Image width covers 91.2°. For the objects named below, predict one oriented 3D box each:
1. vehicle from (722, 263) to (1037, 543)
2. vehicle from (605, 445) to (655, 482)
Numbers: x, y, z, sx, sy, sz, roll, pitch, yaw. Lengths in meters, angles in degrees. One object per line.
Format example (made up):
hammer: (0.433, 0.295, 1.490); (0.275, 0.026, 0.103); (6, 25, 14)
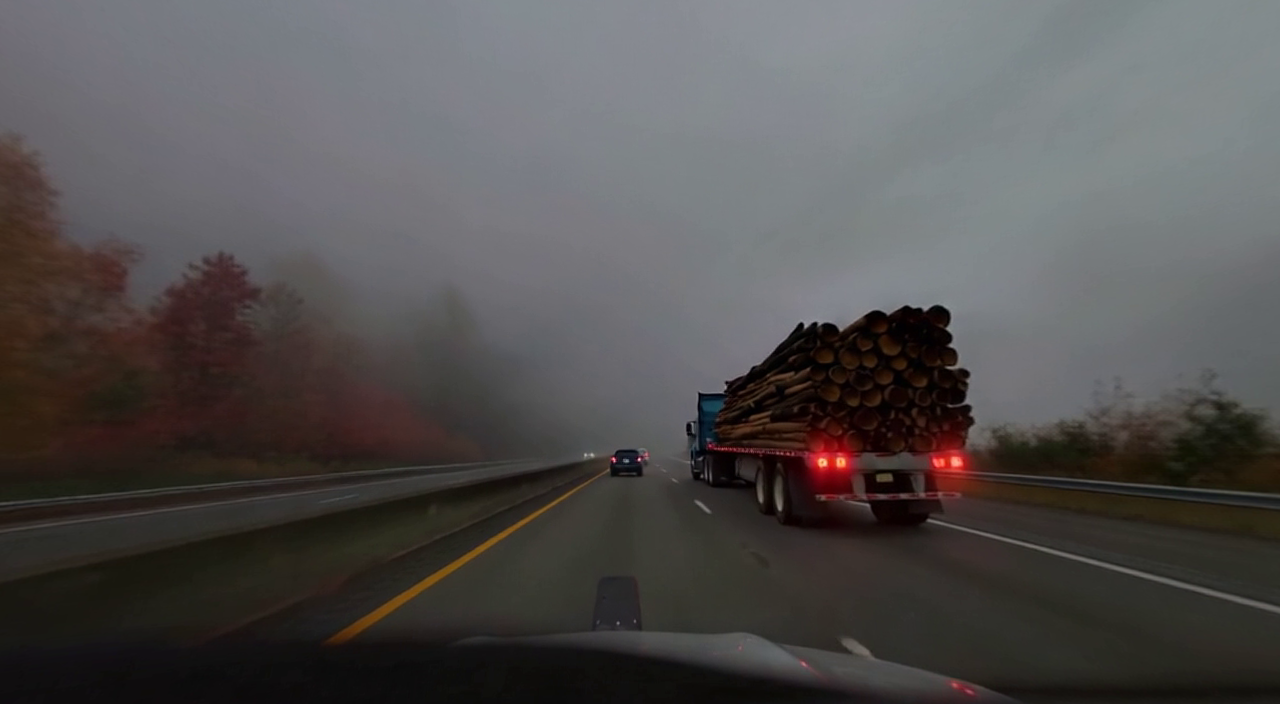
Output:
vehicle: (3.847, 1.297, 12.972); (3.004, 3.923, 8.363); (0, -9, -1)
vehicle: (-0.441, 5.000, 28.410); (2.099, 1.506, 4.097); (-1, -9, 0)
